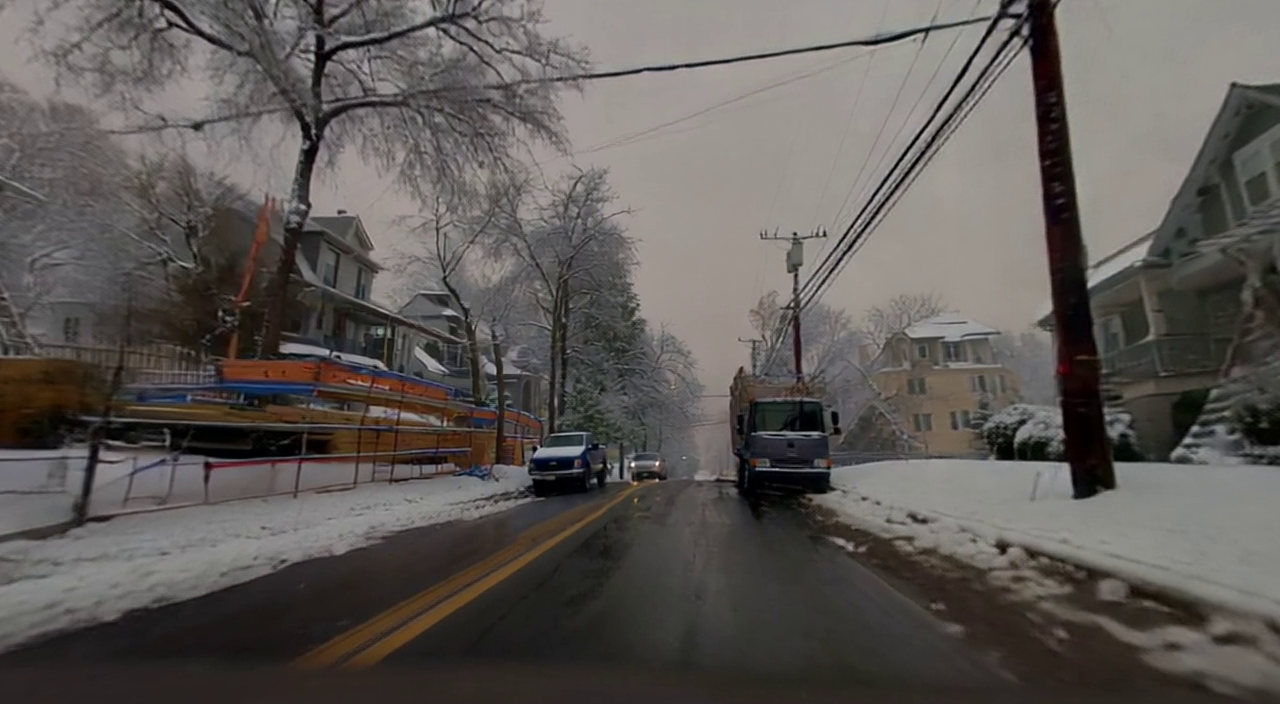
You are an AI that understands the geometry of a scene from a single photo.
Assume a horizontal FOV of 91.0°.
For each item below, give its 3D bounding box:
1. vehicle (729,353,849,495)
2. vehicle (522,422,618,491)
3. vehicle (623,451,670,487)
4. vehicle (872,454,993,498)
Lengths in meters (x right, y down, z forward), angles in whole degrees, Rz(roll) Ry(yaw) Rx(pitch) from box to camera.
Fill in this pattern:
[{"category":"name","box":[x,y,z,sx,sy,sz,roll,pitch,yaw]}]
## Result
[{"category":"vehicle","box":[4.704,2.816,21.976,2.915,3.793,9.963,0,-11,7]},{"category":"vehicle","box":[-2.254,3.497,21.807,2.171,1.910,4.789,-2,-5,8]},{"category":"vehicle","box":[0.470,7.047,38.280,2.257,1.916,5.089,-1,-9,7]},{"category":"vehicle","box":[14.968,6.345,32.524,5.321,1.857,1.976,-1,-3,14]}]
